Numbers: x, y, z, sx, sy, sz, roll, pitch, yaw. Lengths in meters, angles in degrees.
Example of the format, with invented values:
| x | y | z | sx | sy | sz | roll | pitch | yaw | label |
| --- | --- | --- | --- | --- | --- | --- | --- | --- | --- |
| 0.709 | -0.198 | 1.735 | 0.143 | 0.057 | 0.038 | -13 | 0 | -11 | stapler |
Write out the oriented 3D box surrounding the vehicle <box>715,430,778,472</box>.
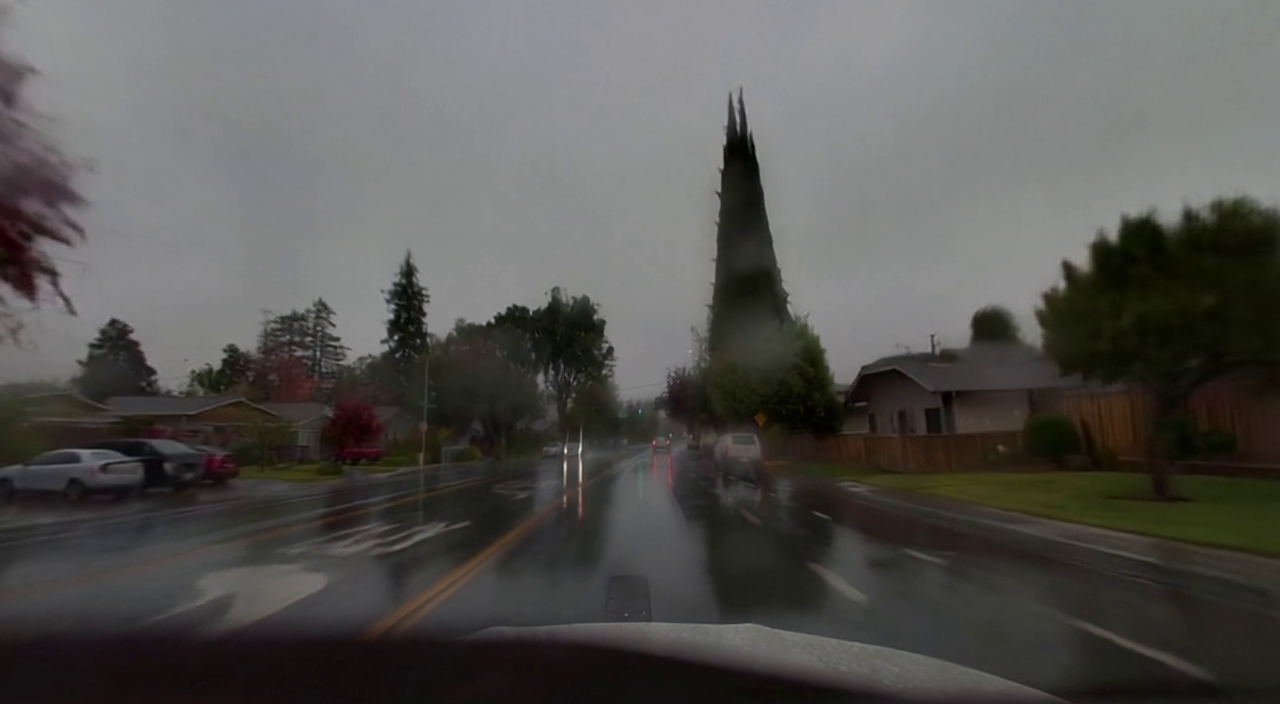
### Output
| x | y | z | sx | sy | sz | roll | pitch | yaw | label |
| --- | --- | --- | --- | --- | --- | --- | --- | --- | --- |
| 5.130 | 4.854 | 31.132 | 2.233 | 1.887 | 5.347 | 0 | -8 | 0 | vehicle |

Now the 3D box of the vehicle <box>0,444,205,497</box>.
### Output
| x | y | z | sx | sy | sz | roll | pitch | yaw | label |
| --- | --- | --- | --- | --- | --- | --- | --- | --- | --- |
| -18.376 | 3.981 | 21.394 | 5.419 | 1.649 | 2.396 | 0 | -8 | 1 | vehicle |
